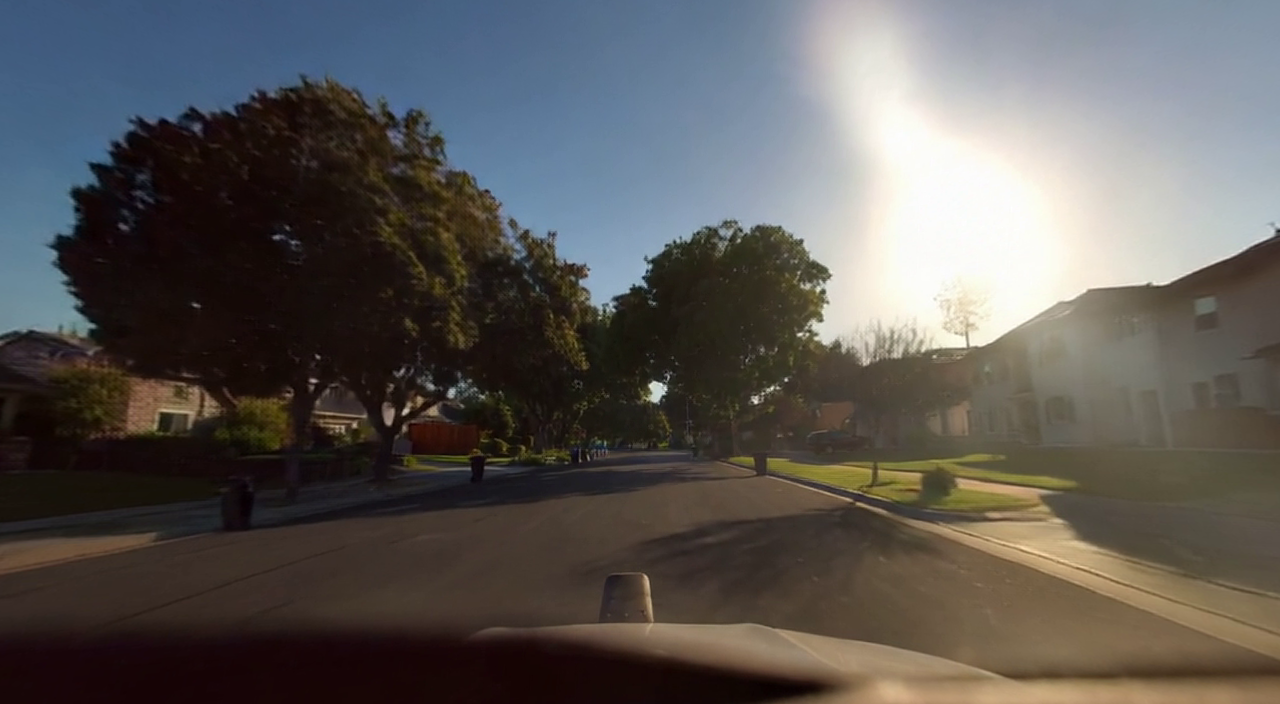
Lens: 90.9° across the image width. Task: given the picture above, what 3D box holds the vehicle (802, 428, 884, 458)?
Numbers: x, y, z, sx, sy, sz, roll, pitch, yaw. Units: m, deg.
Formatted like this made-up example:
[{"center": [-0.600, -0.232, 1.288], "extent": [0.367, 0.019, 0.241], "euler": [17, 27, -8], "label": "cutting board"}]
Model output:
[{"center": [13.076, 5.906, 40.739], "extent": [4.581, 1.853, 2.024], "euler": [1, -8, -7], "label": "vehicle"}]
